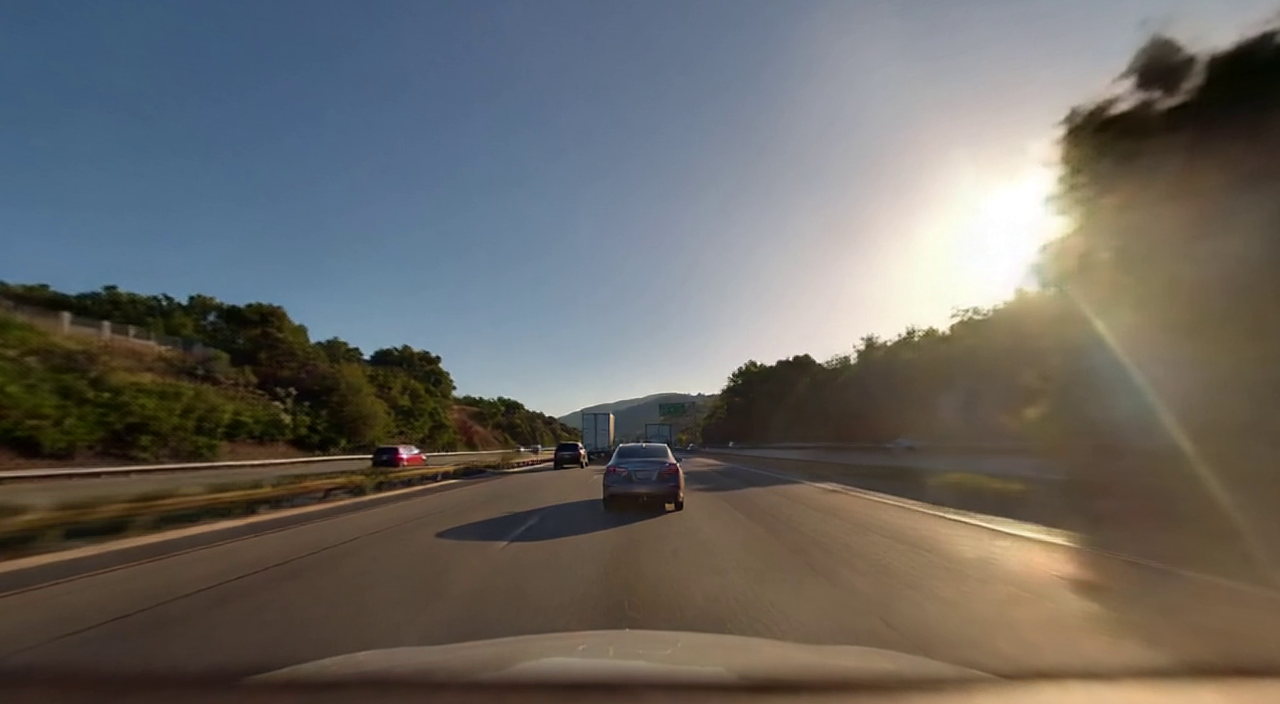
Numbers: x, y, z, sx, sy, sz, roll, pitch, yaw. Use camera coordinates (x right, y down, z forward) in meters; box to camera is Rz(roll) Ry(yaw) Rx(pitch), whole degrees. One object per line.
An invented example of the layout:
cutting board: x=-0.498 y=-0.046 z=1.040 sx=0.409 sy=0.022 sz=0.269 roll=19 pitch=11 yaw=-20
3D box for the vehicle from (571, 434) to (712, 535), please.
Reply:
vehicle: x=-0.004 y=2.257 z=11.276 sx=2.057 sy=1.449 sz=3.931 roll=0 pitch=-9 yaw=-1
